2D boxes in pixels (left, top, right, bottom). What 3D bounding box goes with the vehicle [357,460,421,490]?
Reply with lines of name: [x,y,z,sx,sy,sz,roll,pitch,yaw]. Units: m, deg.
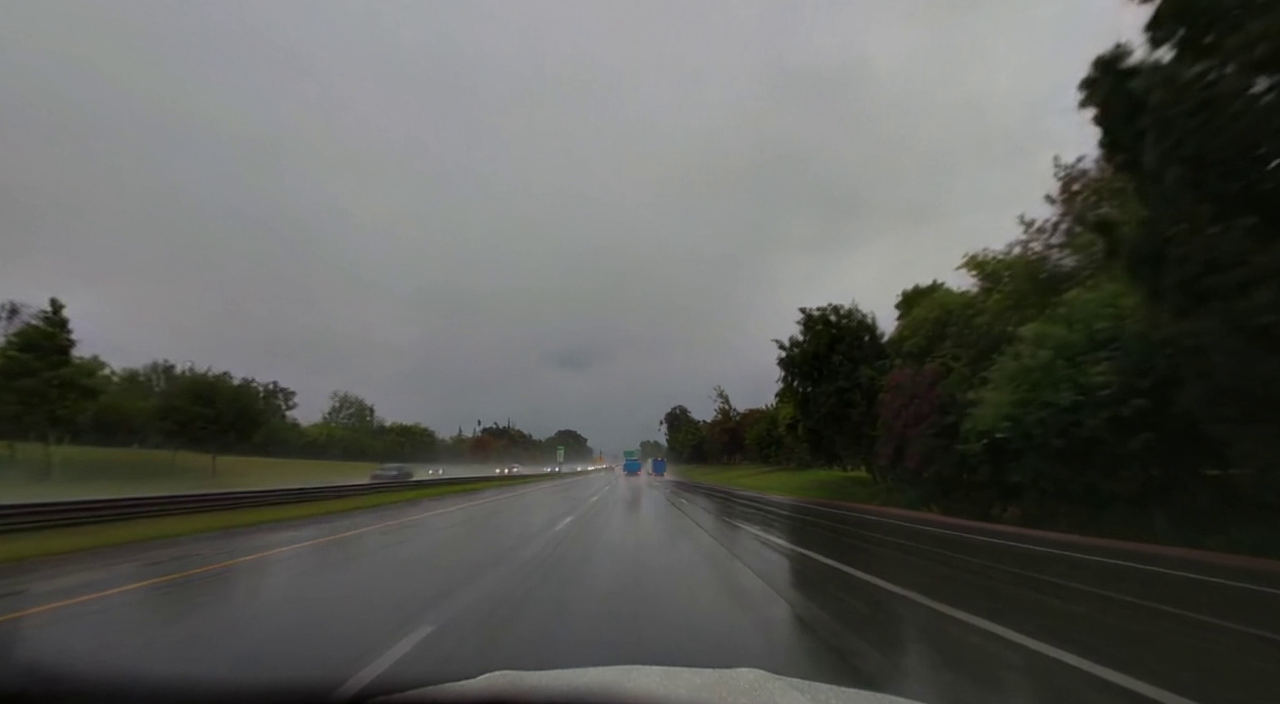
vehicle: [-13.679,6.714,34.542,1.859,1.468,3.965,1,-10,0]
